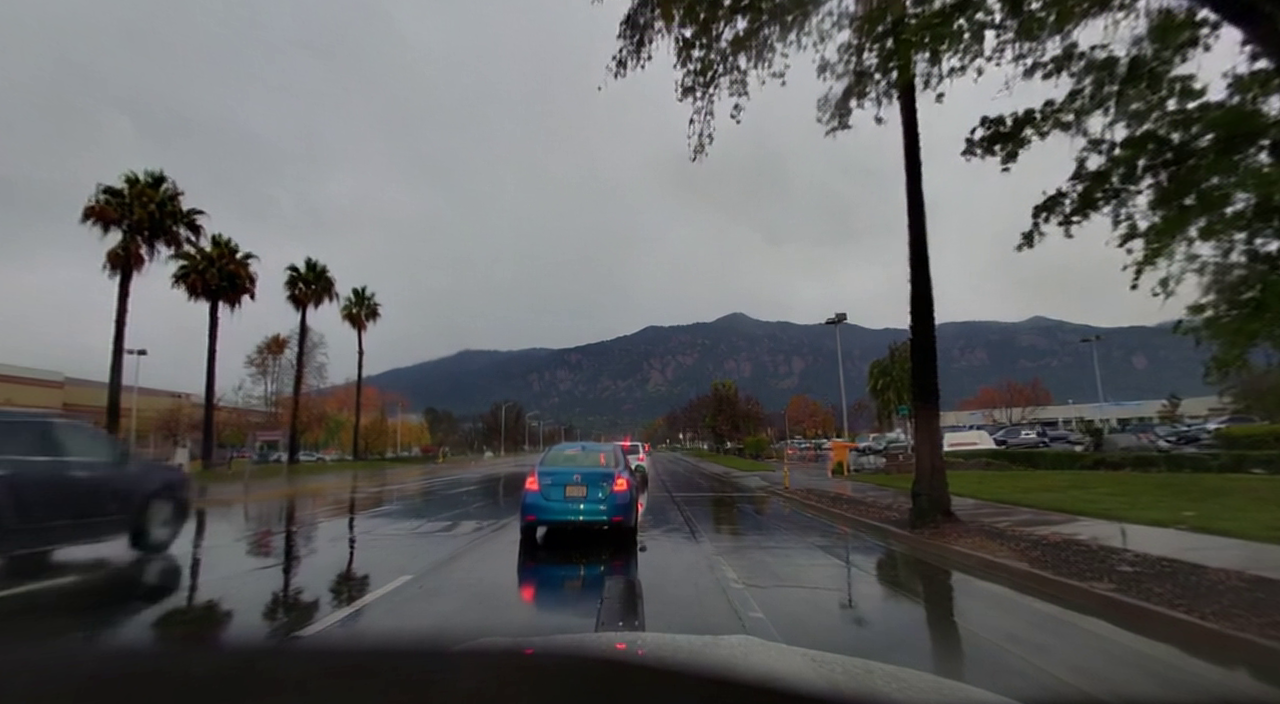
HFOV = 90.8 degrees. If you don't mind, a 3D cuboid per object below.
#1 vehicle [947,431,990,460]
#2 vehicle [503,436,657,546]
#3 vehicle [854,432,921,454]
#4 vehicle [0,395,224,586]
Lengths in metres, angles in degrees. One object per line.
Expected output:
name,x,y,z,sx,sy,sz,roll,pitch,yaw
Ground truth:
vehicle,18.686,5.329,35.997,1.961,1.526,4.640,-4,-9,26
vehicle,-0.906,2.173,10.540,2.067,1.459,3.886,0,-8,-3
vehicle,19.155,7.088,49.104,1.925,1.652,4.490,6,-10,-35
vehicle,-7.625,1.485,6.972,2.400,1.900,5.325,0,-8,0
